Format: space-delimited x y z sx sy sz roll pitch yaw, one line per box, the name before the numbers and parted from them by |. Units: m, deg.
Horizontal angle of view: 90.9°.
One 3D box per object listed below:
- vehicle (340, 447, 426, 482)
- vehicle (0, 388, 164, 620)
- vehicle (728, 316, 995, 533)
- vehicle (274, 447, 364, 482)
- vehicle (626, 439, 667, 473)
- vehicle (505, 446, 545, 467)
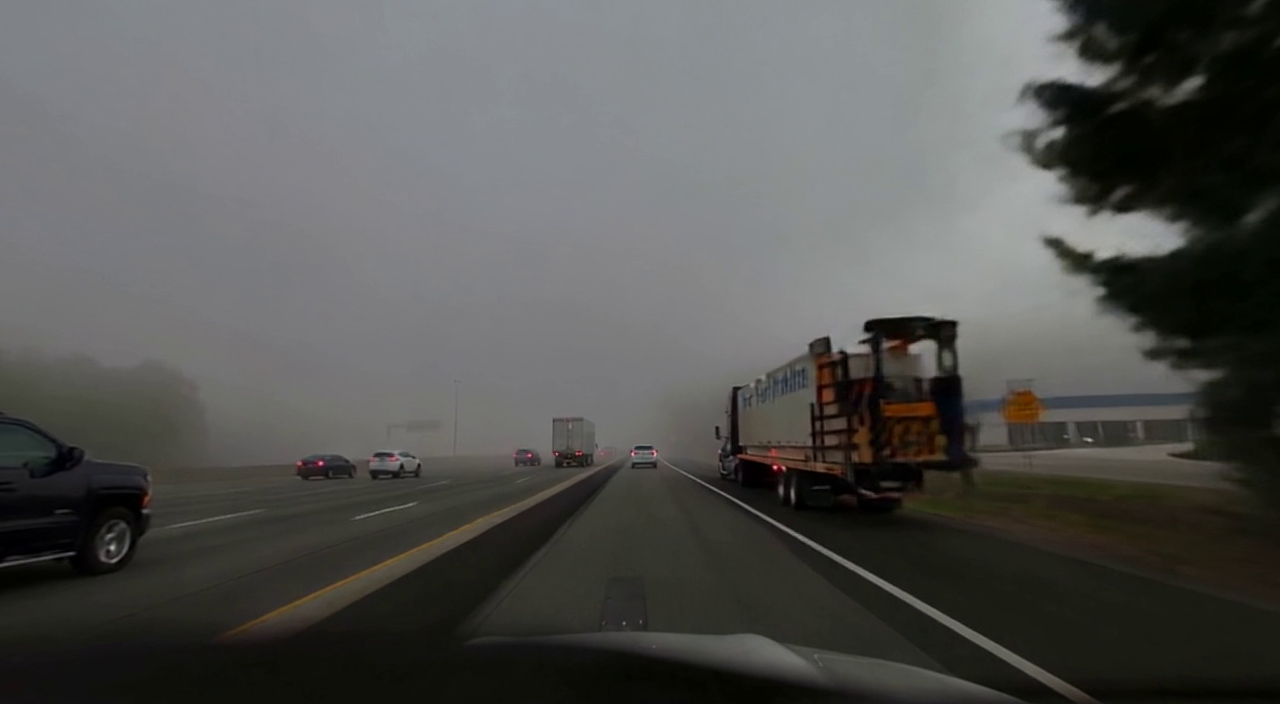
vehicle | -12.084 5.310 30.037 1.928 1.480 4.823 -1 -8 2
vehicle | -6.130 1.084 4.201 2.200 1.793 4.586 0 -8 2
vehicle | 4.794 2.159 17.300 2.801 3.732 11.836 -4 -9 0
vehicle | -15.737 5.499 31.201 1.885 1.591 4.599 -1 -8 2
vehicle | 0.375 6.003 36.701 2.227 1.794 4.646 0 -8 1
vehicle | -8.570 7.841 47.358 1.929 1.477 4.746 -1 -8 2
